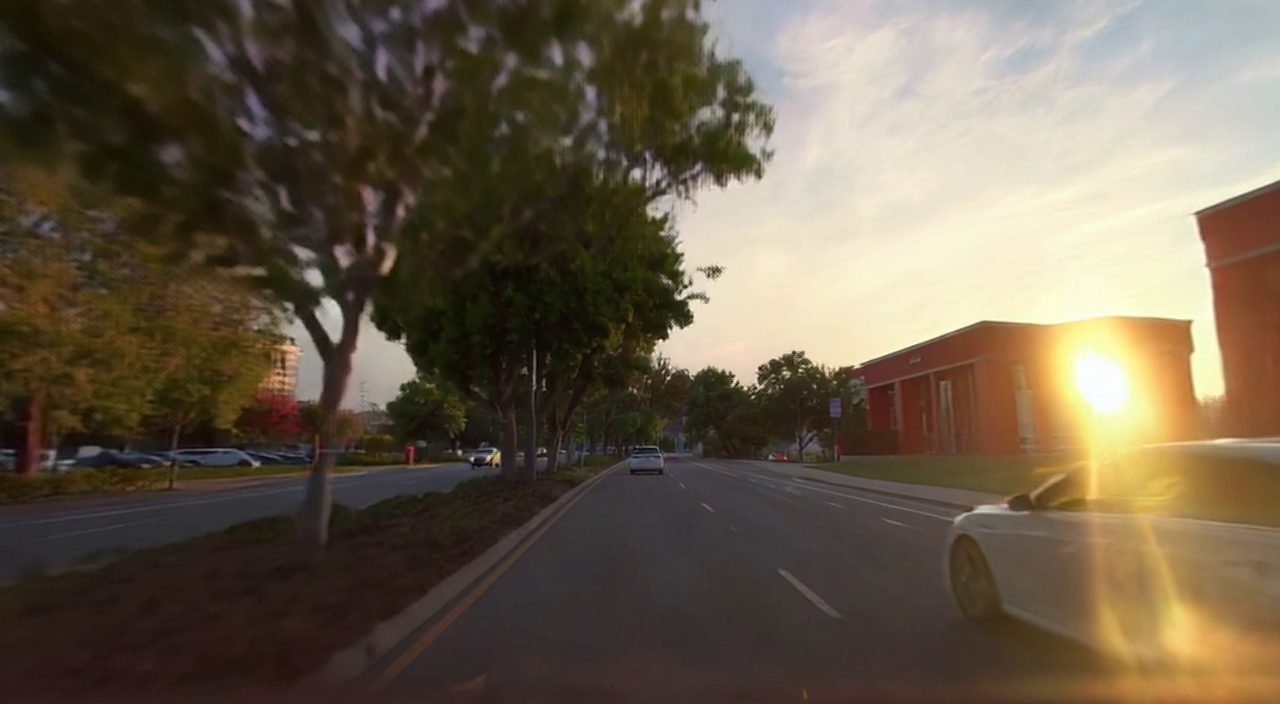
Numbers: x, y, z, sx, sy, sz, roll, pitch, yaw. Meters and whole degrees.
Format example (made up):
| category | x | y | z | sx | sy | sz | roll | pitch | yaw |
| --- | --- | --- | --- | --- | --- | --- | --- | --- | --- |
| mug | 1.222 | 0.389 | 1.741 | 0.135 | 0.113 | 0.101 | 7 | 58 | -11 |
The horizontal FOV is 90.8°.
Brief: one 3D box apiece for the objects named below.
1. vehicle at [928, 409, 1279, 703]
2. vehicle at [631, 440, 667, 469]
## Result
| category | x | y | z | sx | sy | sz | roll | pitch | yaw |
| --- | --- | --- | --- | --- | --- | --- | --- | --- | --- |
| vehicle | 3.677 | 1.091 | 3.231 | 2.132 | 1.497 | 4.827 | 0 | -9 | 0 |
| vehicle | 0.613 | 6.435 | 39.723 | 2.123 | 1.703 | 4.292 | 0 | -9 | 3 |
